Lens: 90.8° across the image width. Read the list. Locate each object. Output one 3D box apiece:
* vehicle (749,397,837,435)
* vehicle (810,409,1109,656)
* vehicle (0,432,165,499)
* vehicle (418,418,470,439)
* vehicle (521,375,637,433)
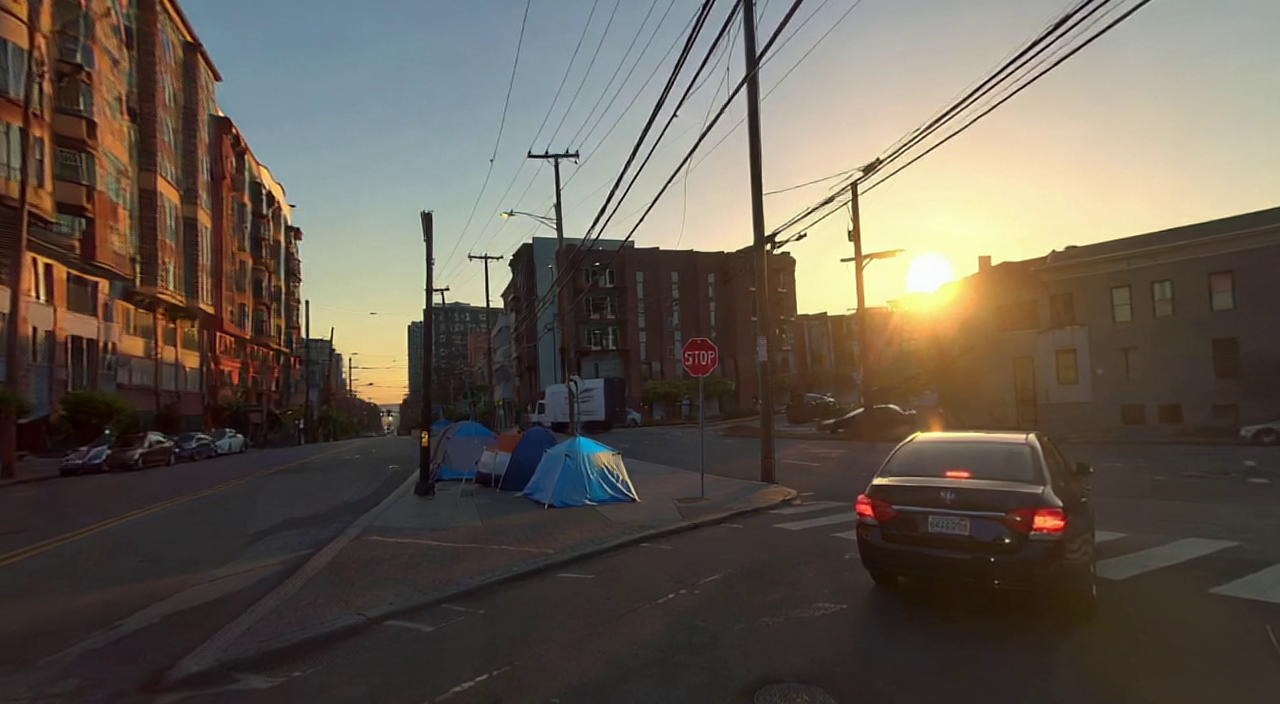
[{"bbox_3d":[8.189,3.523,34.078,1.805,1.694,4.214,11,-15,-44],"label":"vehicle"},{"bbox_3d":[3.407,1.547,6.594,1.945,1.647,4.160,-5,-10,32],"label":"vehicle"},{"bbox_3d":[-17.180,3.471,19.856,2.054,1.800,5.212,3,-9,-20],"label":"vehicle"},{"bbox_3d":[-15.328,6.010,49.346,2.089,1.506,4.641,7,-11,-41],"label":"vehicle"},{"bbox_3d":[-3.688,3.202,37.143,7.172,3.075,2.584,-7,-10,41],"label":"vehicle"}]
